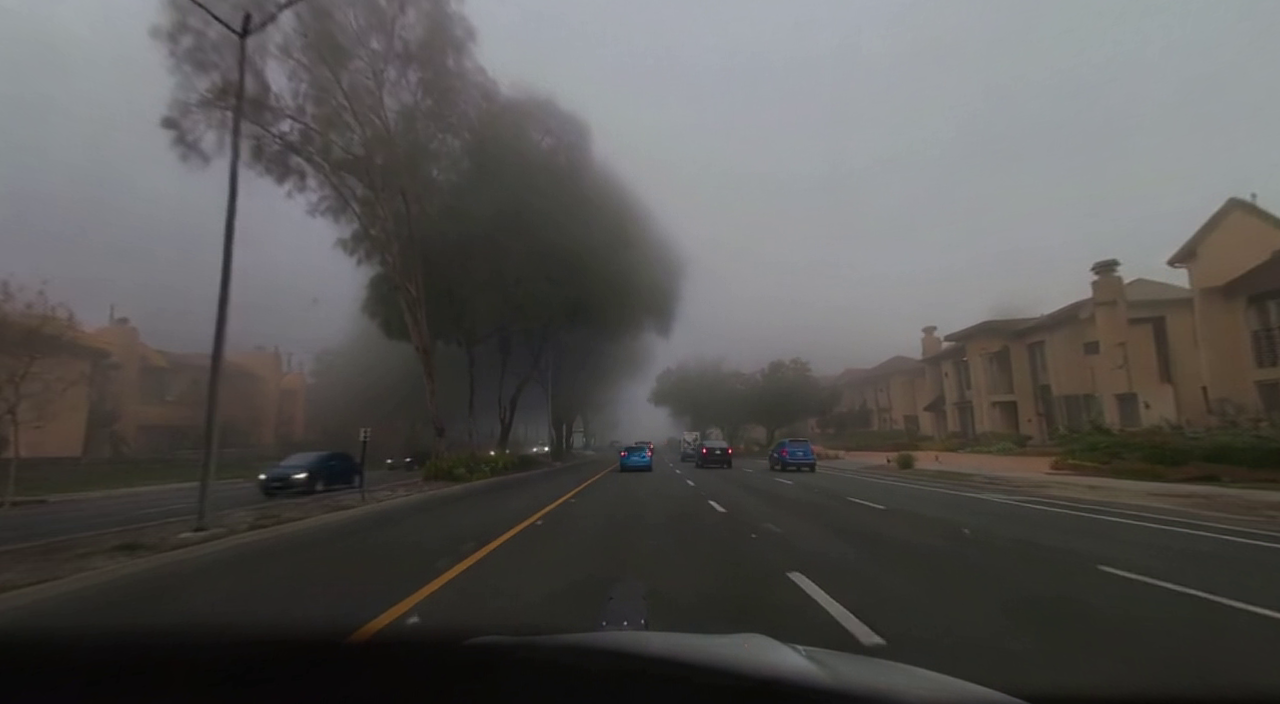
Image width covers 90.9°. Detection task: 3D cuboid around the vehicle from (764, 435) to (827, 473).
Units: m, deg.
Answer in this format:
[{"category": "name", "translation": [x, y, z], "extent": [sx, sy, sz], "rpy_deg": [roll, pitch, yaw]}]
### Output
[{"category": "vehicle", "translation": [7.484, 4.943, 30.794], "extent": [1.972, 1.700, 4.269], "rpy_deg": [0, -8, 0]}]

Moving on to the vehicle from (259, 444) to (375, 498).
[{"category": "vehicle", "translation": [-10.366, 3.801, 20.584], "extent": [1.728, 1.560, 3.779], "rpy_deg": [0, -8, 1]}]

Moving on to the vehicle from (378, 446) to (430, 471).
[{"category": "vehicle", "translation": [-17.802, 8.035, 47.870], "extent": [2.110, 1.789, 4.639], "rpy_deg": [0, -8, 1]}]

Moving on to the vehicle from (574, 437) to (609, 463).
[{"category": "vehicle", "translation": [-3.342, 6.798, 44.056], "extent": [2.031, 1.705, 4.325], "rpy_deg": [0, -8, 1]}]

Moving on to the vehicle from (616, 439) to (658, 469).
[{"category": "vehicle", "translation": [-0.111, 5.396, 33.505], "extent": [2.102, 1.481, 3.907], "rpy_deg": [0, -8, 1]}]

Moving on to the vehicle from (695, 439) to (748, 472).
[{"category": "vehicle", "translation": [3.930, 5.053, 31.082], "extent": [2.067, 1.514, 4.188], "rpy_deg": [0, -8, 0]}]
